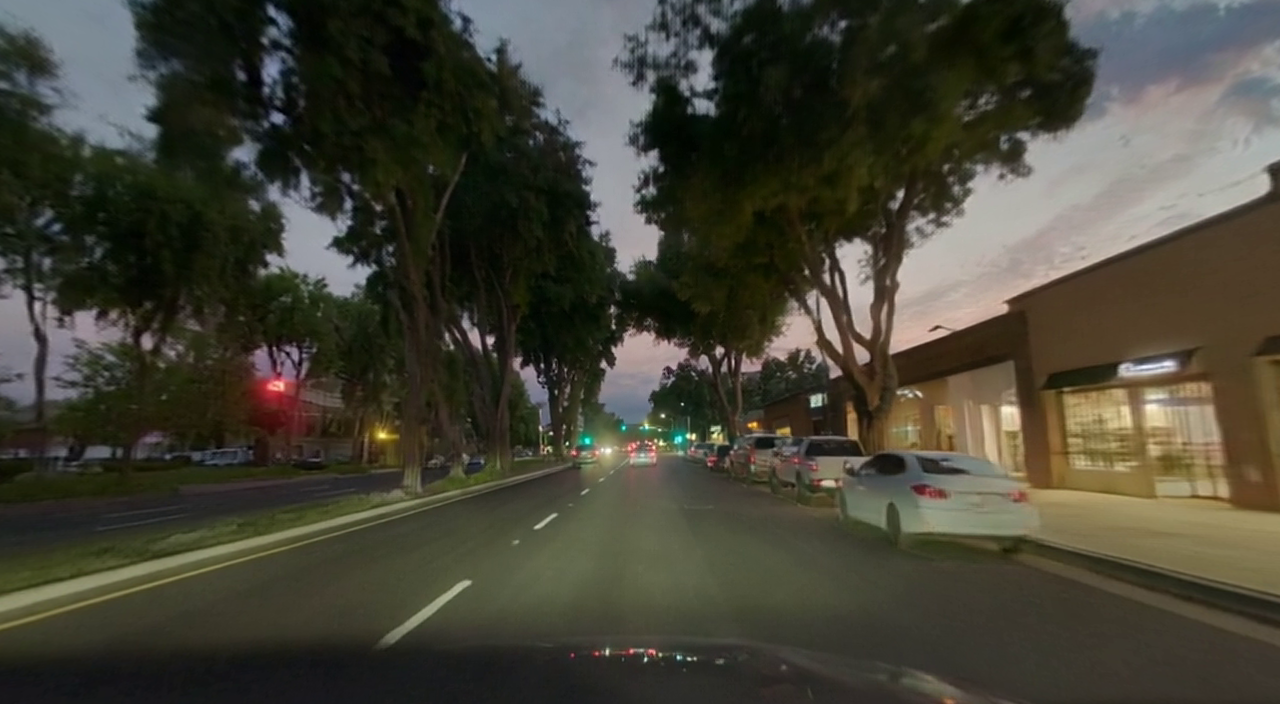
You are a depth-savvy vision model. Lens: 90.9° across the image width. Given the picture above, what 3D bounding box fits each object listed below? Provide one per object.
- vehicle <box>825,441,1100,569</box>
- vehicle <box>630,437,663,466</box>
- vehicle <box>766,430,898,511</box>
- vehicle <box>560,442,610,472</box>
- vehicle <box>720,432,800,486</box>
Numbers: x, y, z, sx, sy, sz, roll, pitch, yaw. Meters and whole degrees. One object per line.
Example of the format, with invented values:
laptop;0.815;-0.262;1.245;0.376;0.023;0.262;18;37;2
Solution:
vehicle;4.376;2.097;9.499;1.896;1.451;4.329;0;-9;1
vehicle;0.419;6.499;41.275;2.075;1.770;4.018;0;-9;1
vehicle;4.502;2.839;15.565;1.900;1.702;4.358;0;-9;0
vehicle;-2.872;5.600;33.956;2.151;1.484;4.468;0;-9;2
vehicle;4.361;3.966;23.714;2.068;1.809;4.889;0;-9;0
